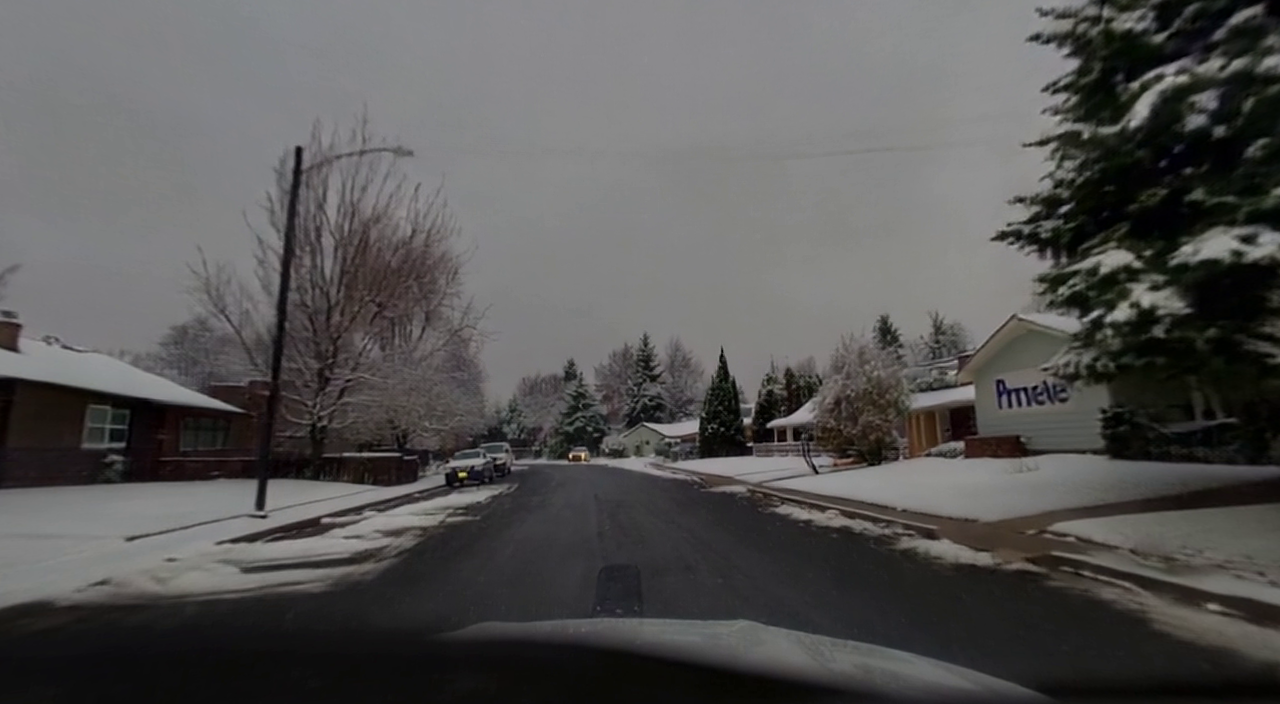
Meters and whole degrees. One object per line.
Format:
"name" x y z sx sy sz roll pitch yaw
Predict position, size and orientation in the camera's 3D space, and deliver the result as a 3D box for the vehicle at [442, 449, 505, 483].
"vehicle" -7.469 5.130 28.645 2.017 1.397 4.004 0 -9 -4
